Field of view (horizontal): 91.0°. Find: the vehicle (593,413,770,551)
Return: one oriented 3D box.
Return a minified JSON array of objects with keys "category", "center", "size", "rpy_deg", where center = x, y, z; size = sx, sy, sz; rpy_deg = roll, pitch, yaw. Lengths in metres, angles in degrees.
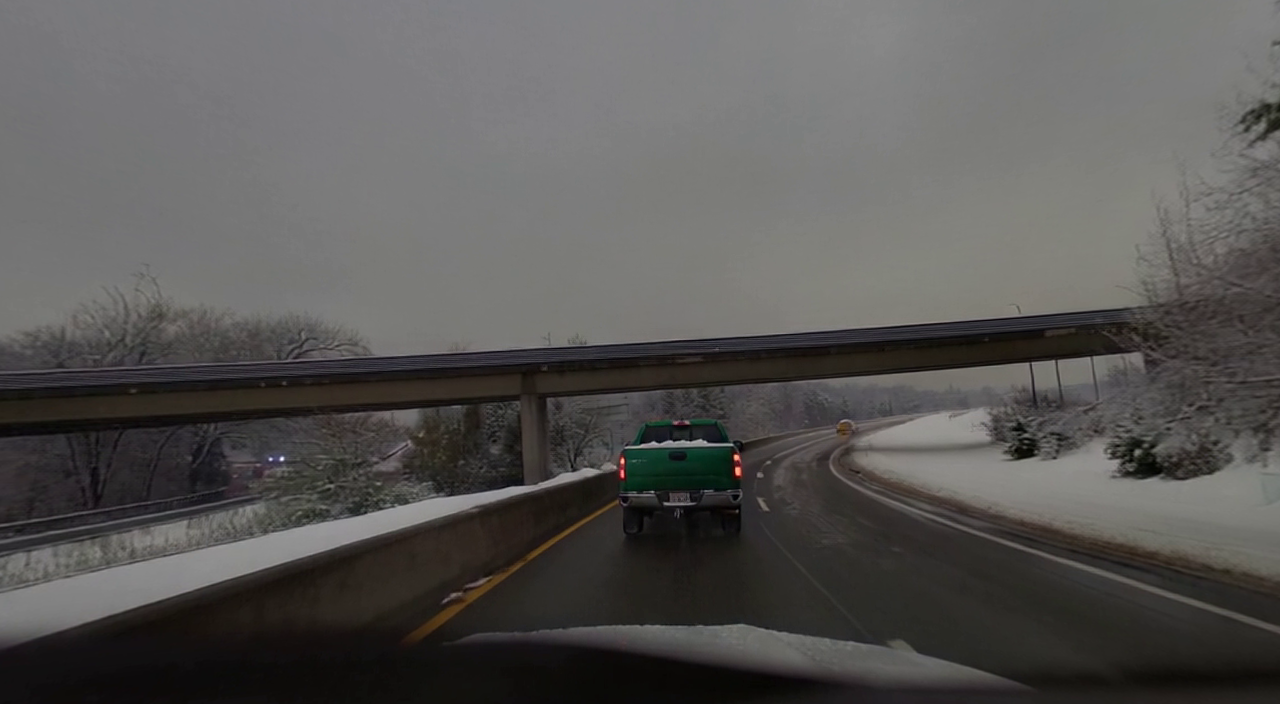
[{"category":"vehicle","center":[0.690,1.968,10.242],"size":[2.235,1.716,4.435],"rpy_deg":[-1,-9,5]}]

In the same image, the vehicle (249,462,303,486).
[{"category":"vehicle","center":[-25.522,8.553,44.314],"size":[1.965,1.464,4.514],"rpy_deg":[2,-9,-13]}]
